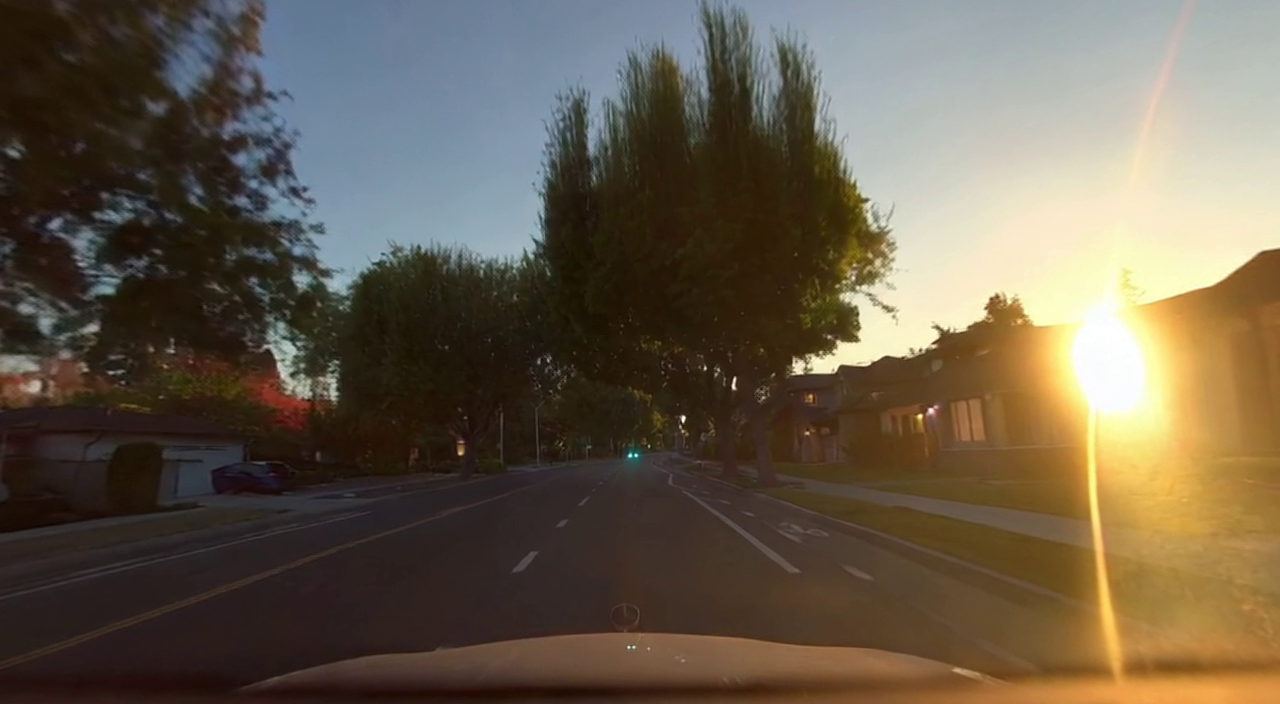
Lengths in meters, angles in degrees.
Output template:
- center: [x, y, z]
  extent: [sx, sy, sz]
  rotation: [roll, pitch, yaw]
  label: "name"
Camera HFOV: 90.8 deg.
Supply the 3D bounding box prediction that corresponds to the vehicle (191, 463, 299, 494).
- center: [-19.304, 6.179, 30.986]
  extent: [4.173, 1.423, 1.657]
  rotation: [0, -8, 3]
  label: "vehicle"
